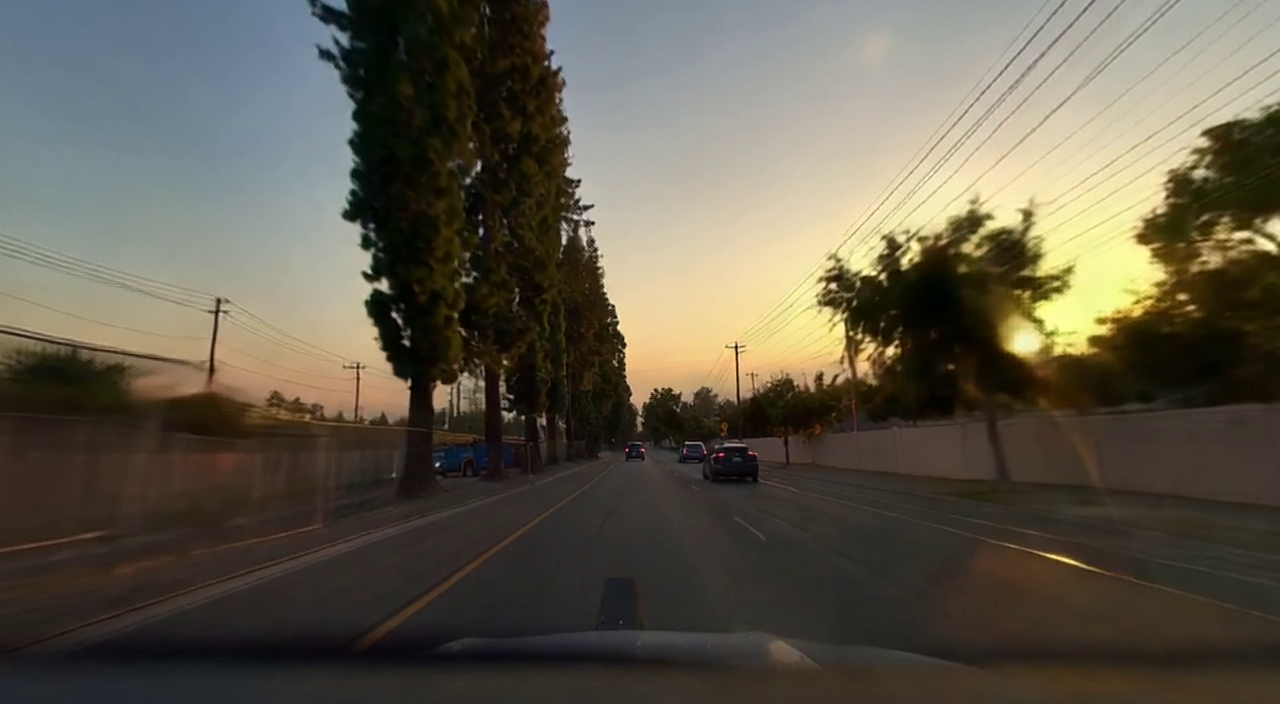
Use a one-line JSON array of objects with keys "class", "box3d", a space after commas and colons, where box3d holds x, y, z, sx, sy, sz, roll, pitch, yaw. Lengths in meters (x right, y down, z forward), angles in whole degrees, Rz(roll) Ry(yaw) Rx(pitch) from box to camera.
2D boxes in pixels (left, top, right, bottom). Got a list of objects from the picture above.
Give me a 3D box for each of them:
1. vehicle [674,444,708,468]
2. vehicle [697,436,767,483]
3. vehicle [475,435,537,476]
[{"class": "vehicle", "box3d": [3.631, 7.449, 45.564, 2.012, 1.653, 4.115, 0, -8, -1]}, {"class": "vehicle", "box3d": [3.769, 4.502, 26.820, 2.112, 1.825, 4.574, 0, -8, -2]}, {"class": "vehicle", "box3d": [-9.052, 7.025, 42.958, 3.613, 2.628, 2.227, 0, -8, 2]}]
